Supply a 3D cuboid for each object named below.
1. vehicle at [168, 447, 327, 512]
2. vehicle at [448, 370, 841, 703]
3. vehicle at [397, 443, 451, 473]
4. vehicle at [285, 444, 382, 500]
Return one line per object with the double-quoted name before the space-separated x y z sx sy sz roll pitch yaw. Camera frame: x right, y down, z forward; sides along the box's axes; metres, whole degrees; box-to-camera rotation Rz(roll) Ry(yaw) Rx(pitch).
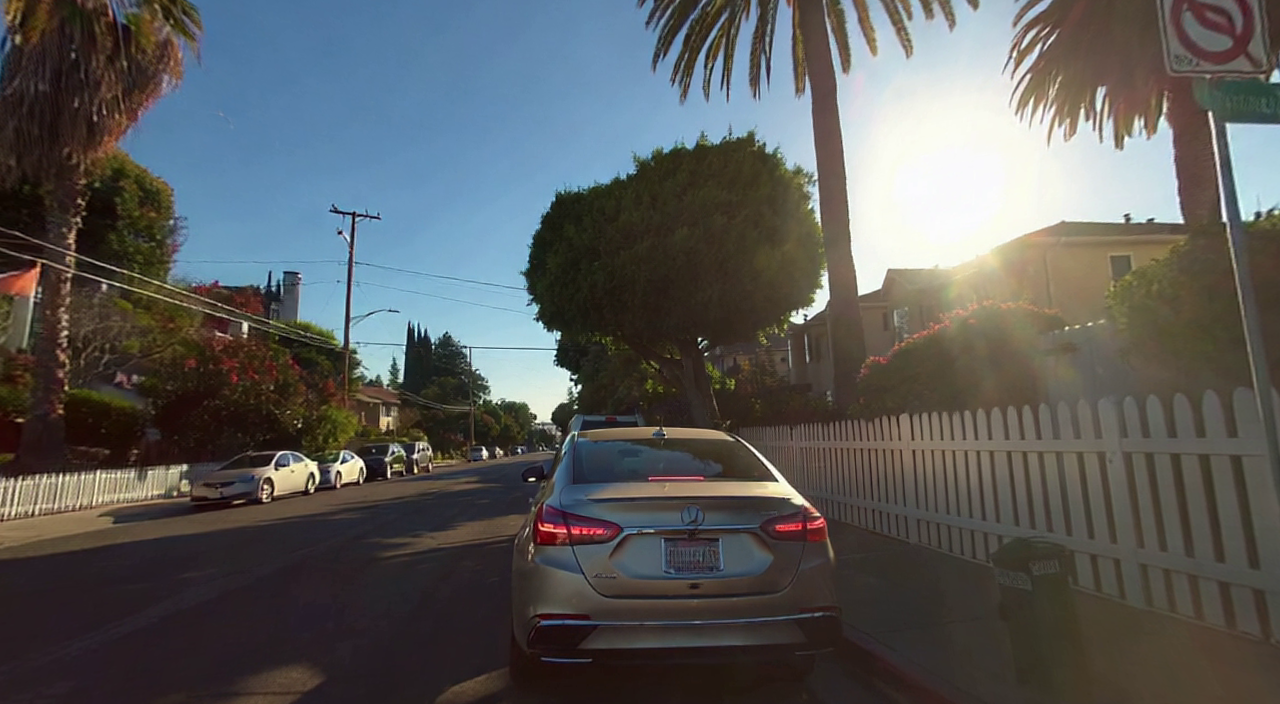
"vehicle" -11.392 3.661 18.797 2.017 1.627 5.039 1 -8 -7
"vehicle" -0.137 1.220 5.000 1.894 1.695 3.795 1 -8 -6
"vehicle" -13.169 6.470 38.708 2.060 1.689 4.999 1 -8 -7
"vehicle" -12.140 4.712 25.308 2.048 1.485 4.757 -4 -4 -8
